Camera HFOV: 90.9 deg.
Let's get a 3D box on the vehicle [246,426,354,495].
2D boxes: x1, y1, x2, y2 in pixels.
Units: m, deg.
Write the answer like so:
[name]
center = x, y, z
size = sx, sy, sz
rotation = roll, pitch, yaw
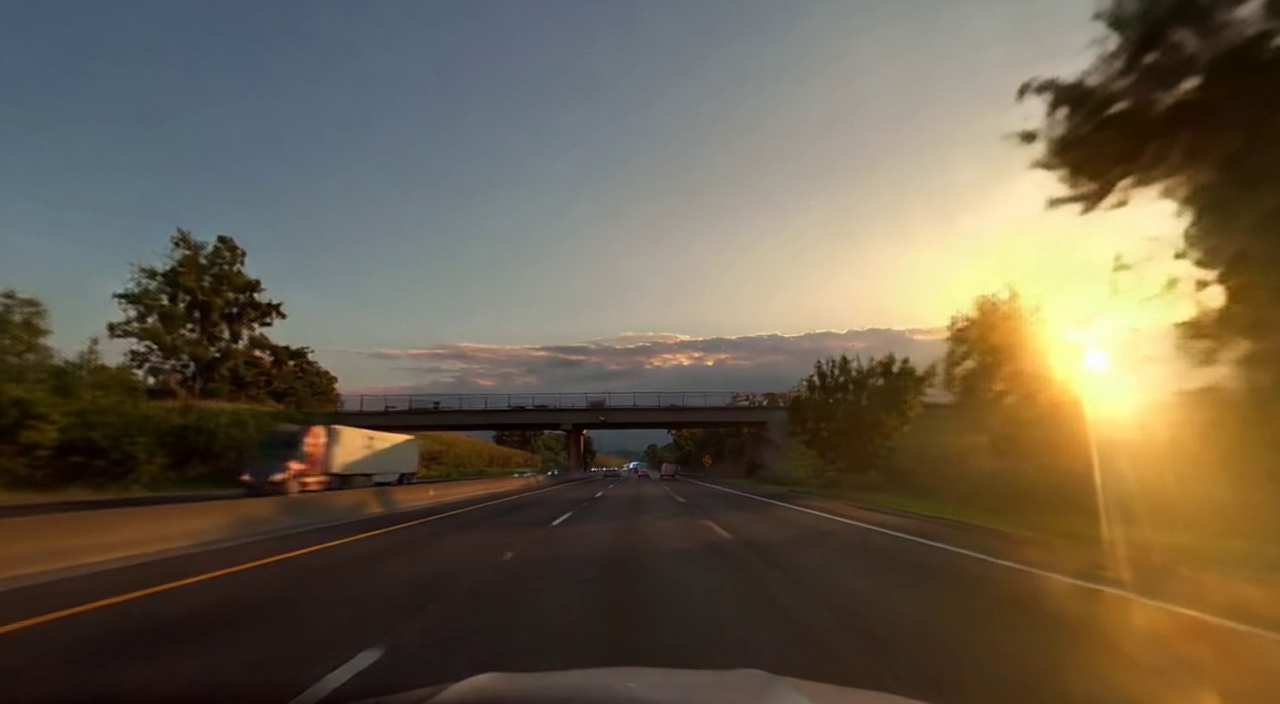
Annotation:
[vehicle]
center = -19.539, 6.354, 36.662
size = 2.844, 3.623, 5.761
rotation = 1, -11, 0
